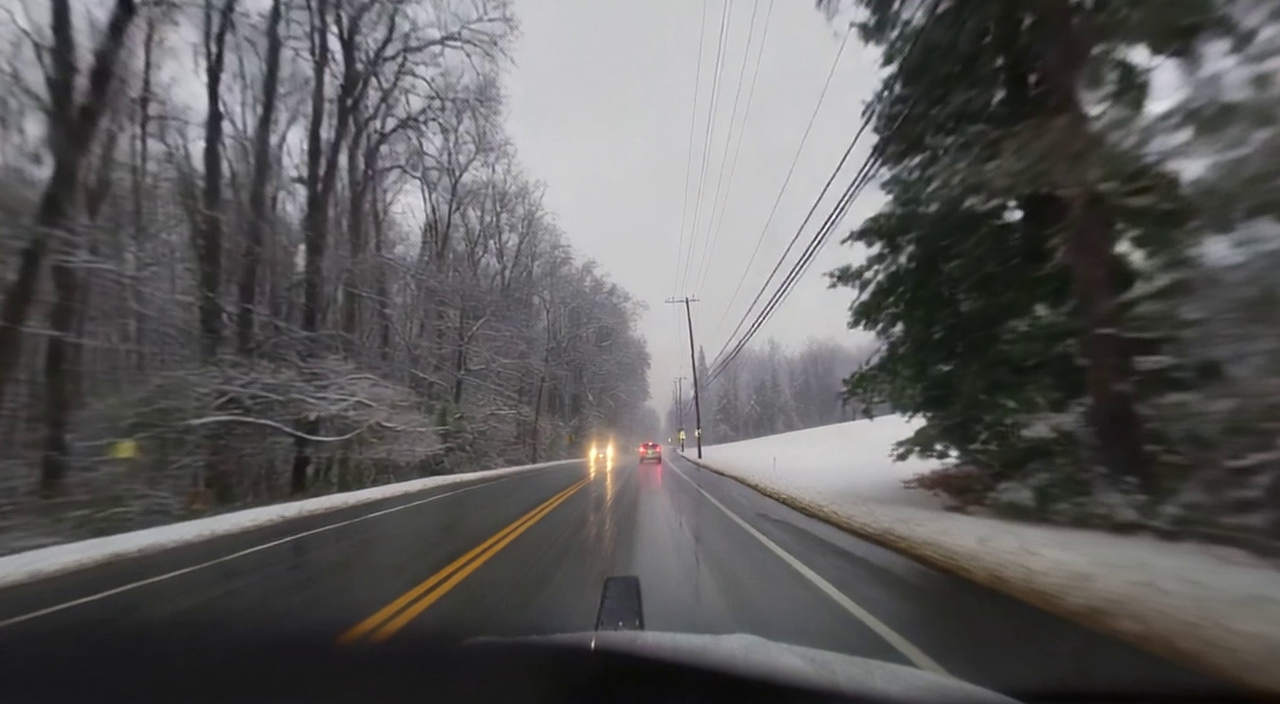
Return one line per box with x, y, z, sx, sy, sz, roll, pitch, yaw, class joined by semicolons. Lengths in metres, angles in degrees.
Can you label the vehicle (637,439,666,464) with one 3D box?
0.833;7.416;47.091;2.083;1.767;4.448;0;-9;1;vehicle
